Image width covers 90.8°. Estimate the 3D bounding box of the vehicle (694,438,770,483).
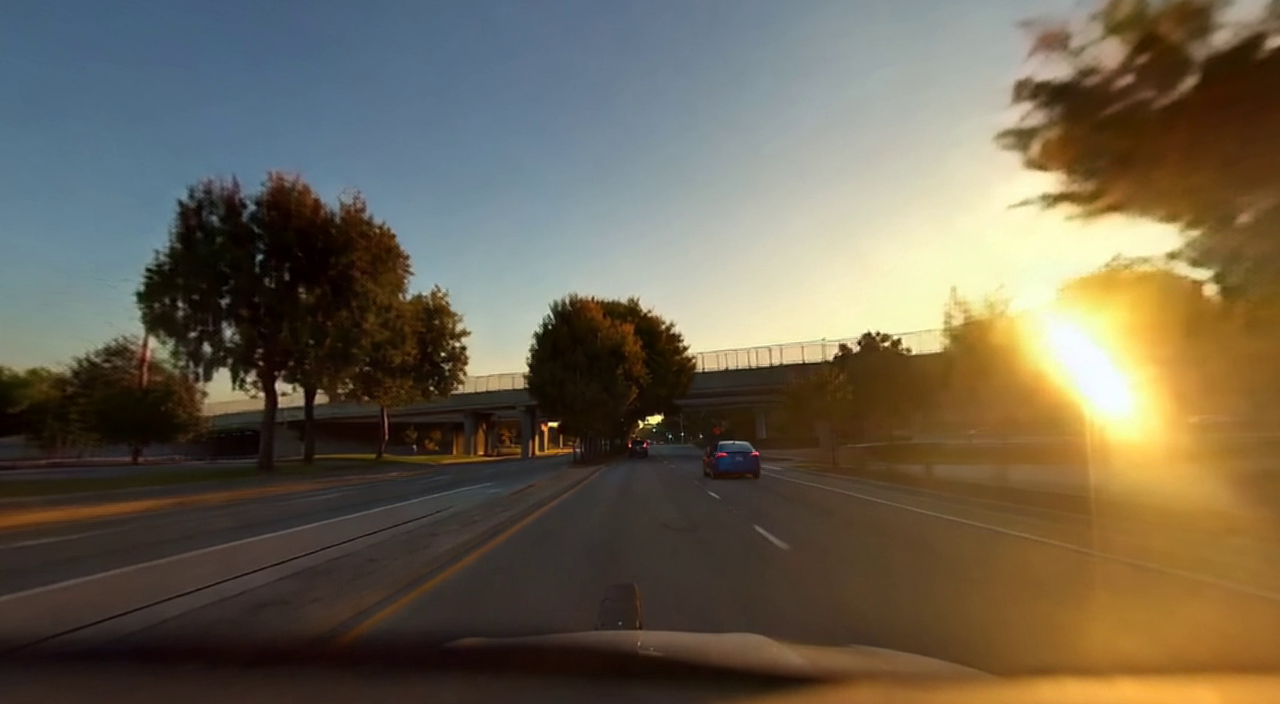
[{"bbox_3d":[3.303,3.987,23.520,2.062,1.484,4.332,0,-8,-1],"label":"vehicle"}]
